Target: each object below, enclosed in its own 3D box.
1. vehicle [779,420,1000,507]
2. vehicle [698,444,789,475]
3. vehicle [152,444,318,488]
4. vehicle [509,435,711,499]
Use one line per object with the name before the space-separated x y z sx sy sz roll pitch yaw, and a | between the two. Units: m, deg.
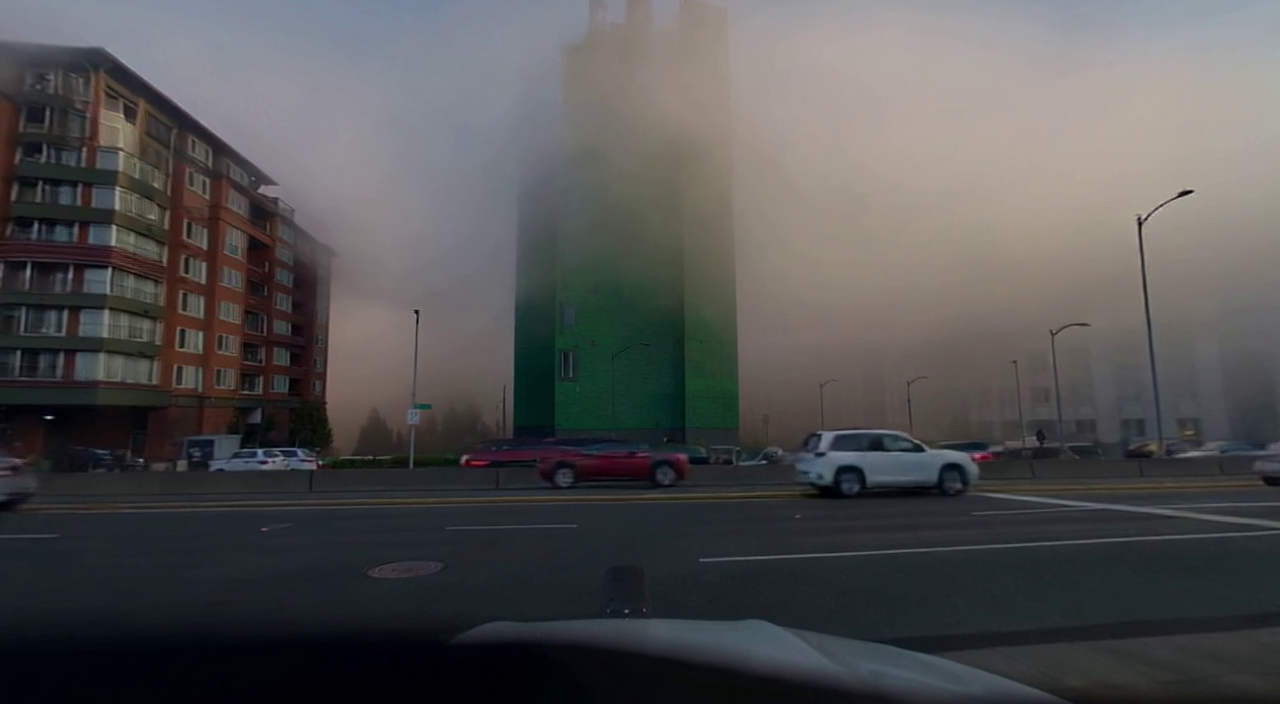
vehicle | 5.317 2.384 13.716 4.011 1.697 1.857 1 -9 -10
vehicle | 6.294 6.548 38.622 5.127 1.803 2.011 1 -9 -10
vehicle | -14.307 4.047 22.517 4.513 1.451 1.853 1 -9 -8
vehicle | -0.788 2.854 15.898 4.795 1.465 1.882 1 -8 -9
